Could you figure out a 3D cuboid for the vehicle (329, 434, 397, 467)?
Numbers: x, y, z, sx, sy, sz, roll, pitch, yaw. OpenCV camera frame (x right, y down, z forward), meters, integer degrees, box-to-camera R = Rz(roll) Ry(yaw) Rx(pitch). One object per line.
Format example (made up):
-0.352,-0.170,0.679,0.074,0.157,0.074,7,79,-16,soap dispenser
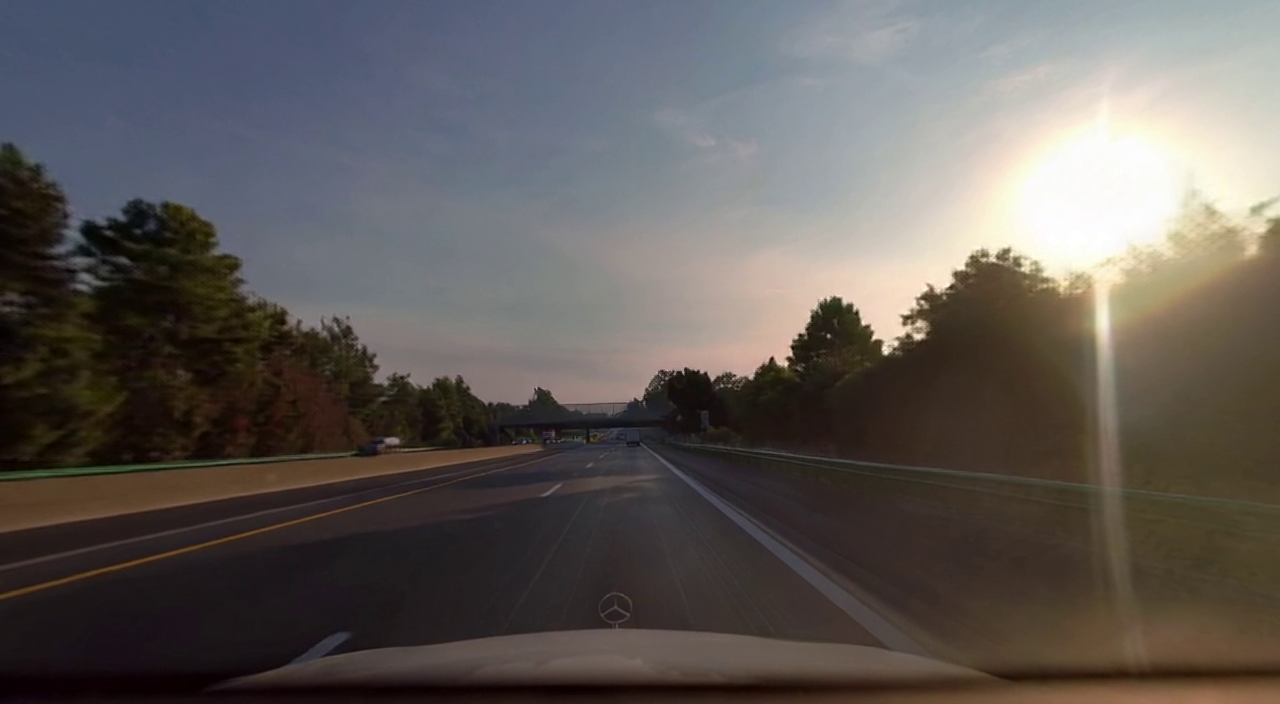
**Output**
-17.267,6.123,39.565,2.124,1.891,4.742,0,-8,0,vehicle
